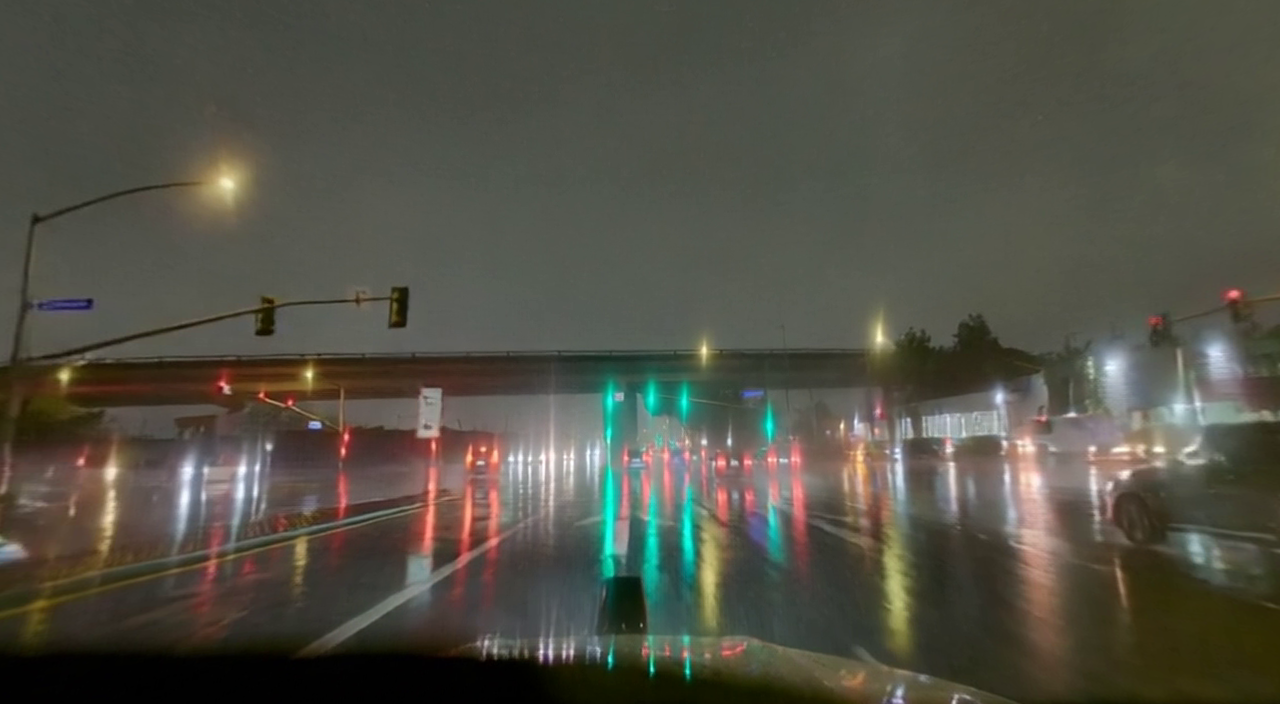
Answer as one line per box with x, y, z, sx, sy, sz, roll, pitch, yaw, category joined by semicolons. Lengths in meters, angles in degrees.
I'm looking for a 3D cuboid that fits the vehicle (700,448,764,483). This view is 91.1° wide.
3.918;4.904;27.385;2.156;1.404;4.120;0;-9;0;vehicle

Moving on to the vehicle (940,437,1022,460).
23.338;6.631;43.179;4.547;1.527;1.890;-2;-9;15;vehicle

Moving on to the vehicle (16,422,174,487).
-37.228;6.950;42.963;9.093;4.049;3.094;-1;-9;14;vehicle

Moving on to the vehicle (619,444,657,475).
-0.141;6.399;37.621;2.172;1.694;4.055;0;-9;0;vehicle

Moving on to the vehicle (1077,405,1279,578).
7.148;1.441;6.688;1.964;1.647;4.114;0;-9;0;vehicle

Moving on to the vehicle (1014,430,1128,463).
24.422;5.403;35.796;4.835;1.536;1.984;-6;-11;14;vehicle

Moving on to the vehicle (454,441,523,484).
-8.011;5.701;32.810;2.485;2.012;5.498;4;-9;-23;vehicle
